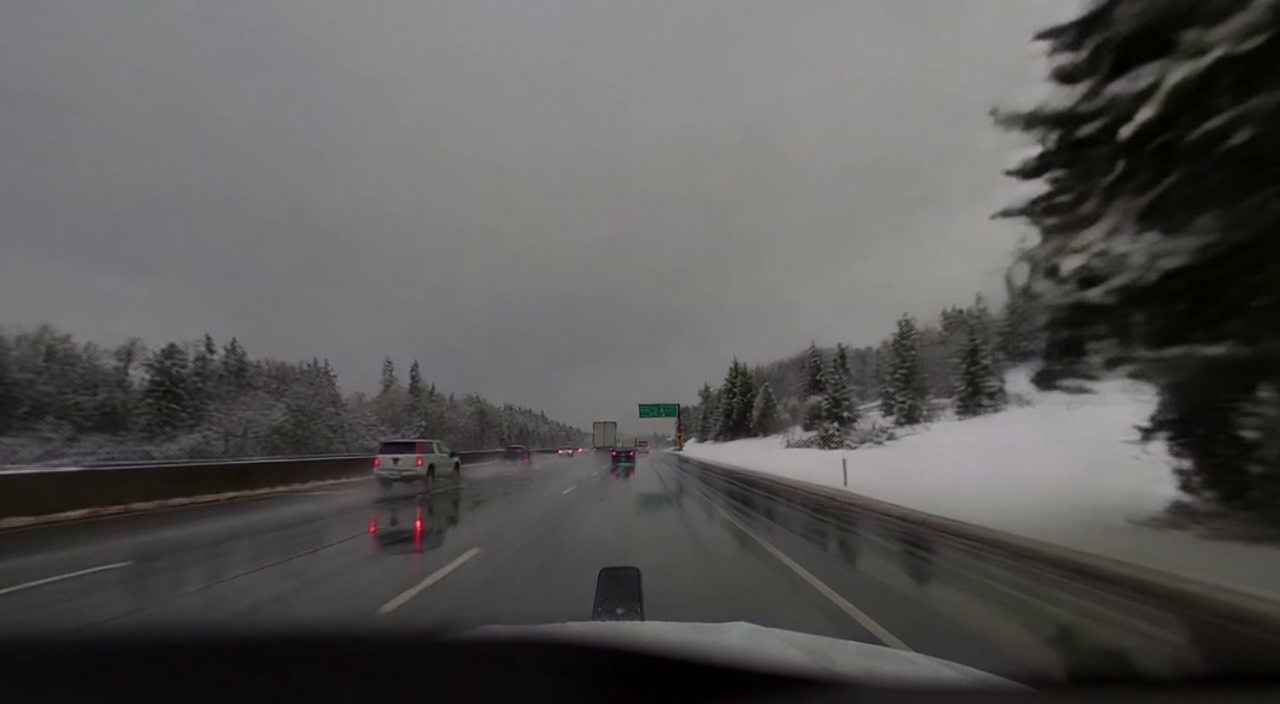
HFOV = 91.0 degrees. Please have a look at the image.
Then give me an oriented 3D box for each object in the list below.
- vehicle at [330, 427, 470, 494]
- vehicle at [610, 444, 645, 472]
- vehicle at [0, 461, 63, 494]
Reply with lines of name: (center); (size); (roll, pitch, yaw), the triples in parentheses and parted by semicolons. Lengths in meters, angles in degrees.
vehicle: (-7.330, 3.385, 20.043); (2.115, 1.778, 5.572); (0, -9, 1)
vehicle: (-0.693, 6.265, 37.518); (1.931, 1.528, 4.126); (0, -9, 1)
vehicle: (-32.551, 6.420, 32.212); (1.807, 1.510, 4.467); (0, -9, 0)
